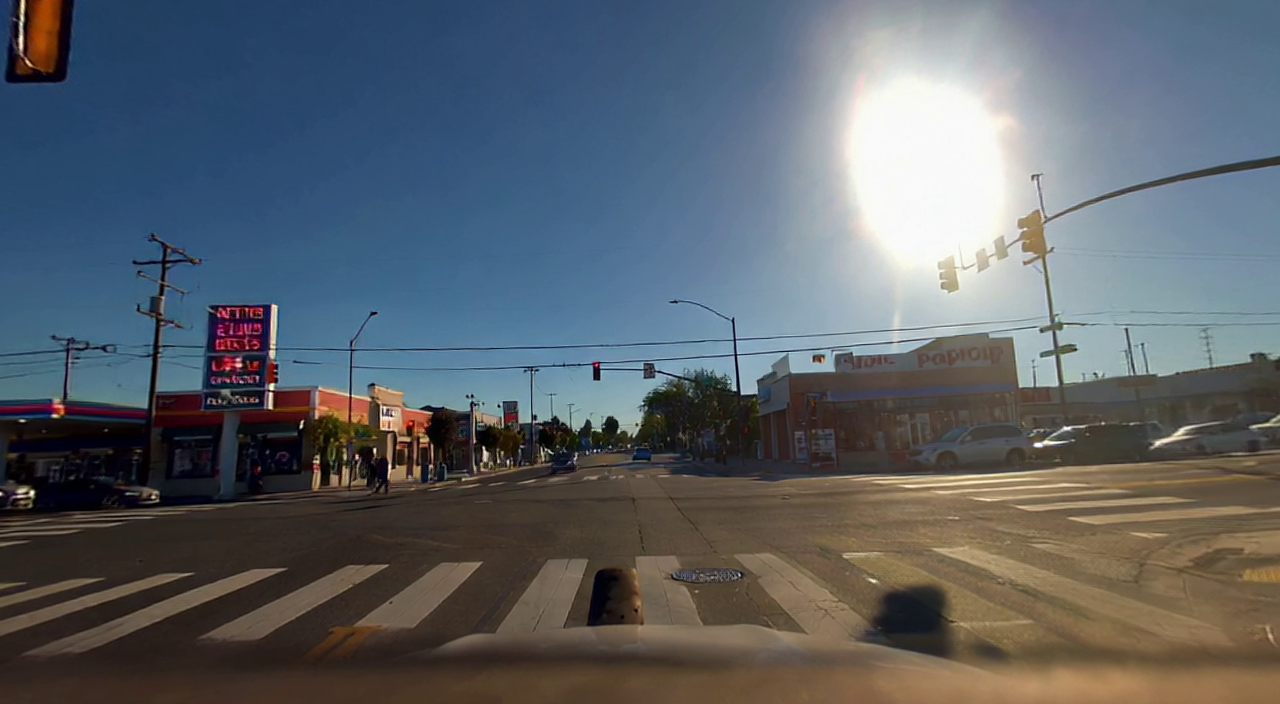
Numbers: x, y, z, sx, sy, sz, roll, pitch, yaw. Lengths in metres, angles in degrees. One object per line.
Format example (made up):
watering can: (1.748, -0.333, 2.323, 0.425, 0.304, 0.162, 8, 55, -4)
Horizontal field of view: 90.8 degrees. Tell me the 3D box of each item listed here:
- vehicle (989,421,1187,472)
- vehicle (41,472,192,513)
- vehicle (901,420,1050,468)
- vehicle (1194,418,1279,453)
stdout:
vehicle: (14.356, 3.097, 20.625, 4.835, 1.487, 1.913, -4, -9, 20)
vehicle: (-21.172, 5.677, 25.656, 4.676, 1.463, 1.909, -1, -8, 6)
vehicle: (13.020, 3.652, 24.948, 4.916, 1.730, 1.986, -4, -9, 21)
vehicle: (28.064, 3.700, 28.030, 4.728, 1.468, 2.083, -4, -9, 24)
